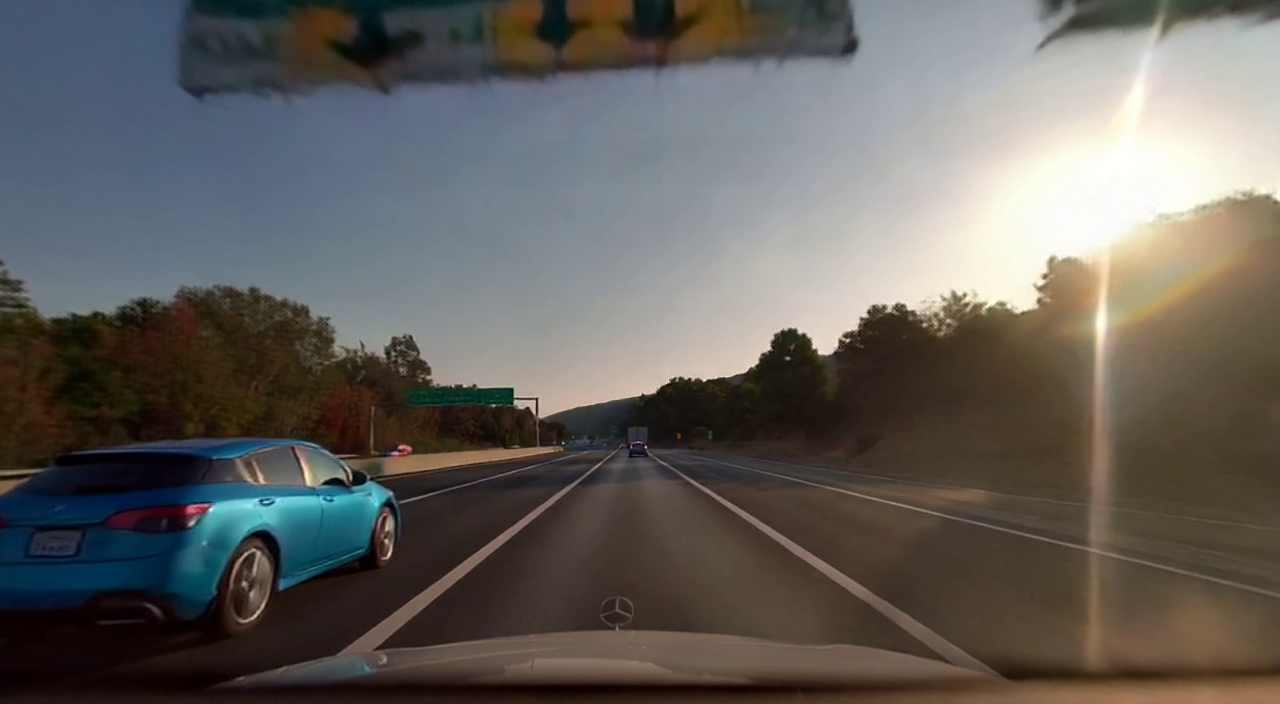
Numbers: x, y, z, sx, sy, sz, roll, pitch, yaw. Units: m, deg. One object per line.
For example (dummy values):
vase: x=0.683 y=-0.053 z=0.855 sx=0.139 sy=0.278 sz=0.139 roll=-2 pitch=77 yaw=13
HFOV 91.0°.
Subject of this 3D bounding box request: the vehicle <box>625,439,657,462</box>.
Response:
vehicle: x=-0.011 y=6.637 z=42.489 sx=2.028 sy=1.440 sz=3.690 roll=0 pitch=-8 yaw=-2
